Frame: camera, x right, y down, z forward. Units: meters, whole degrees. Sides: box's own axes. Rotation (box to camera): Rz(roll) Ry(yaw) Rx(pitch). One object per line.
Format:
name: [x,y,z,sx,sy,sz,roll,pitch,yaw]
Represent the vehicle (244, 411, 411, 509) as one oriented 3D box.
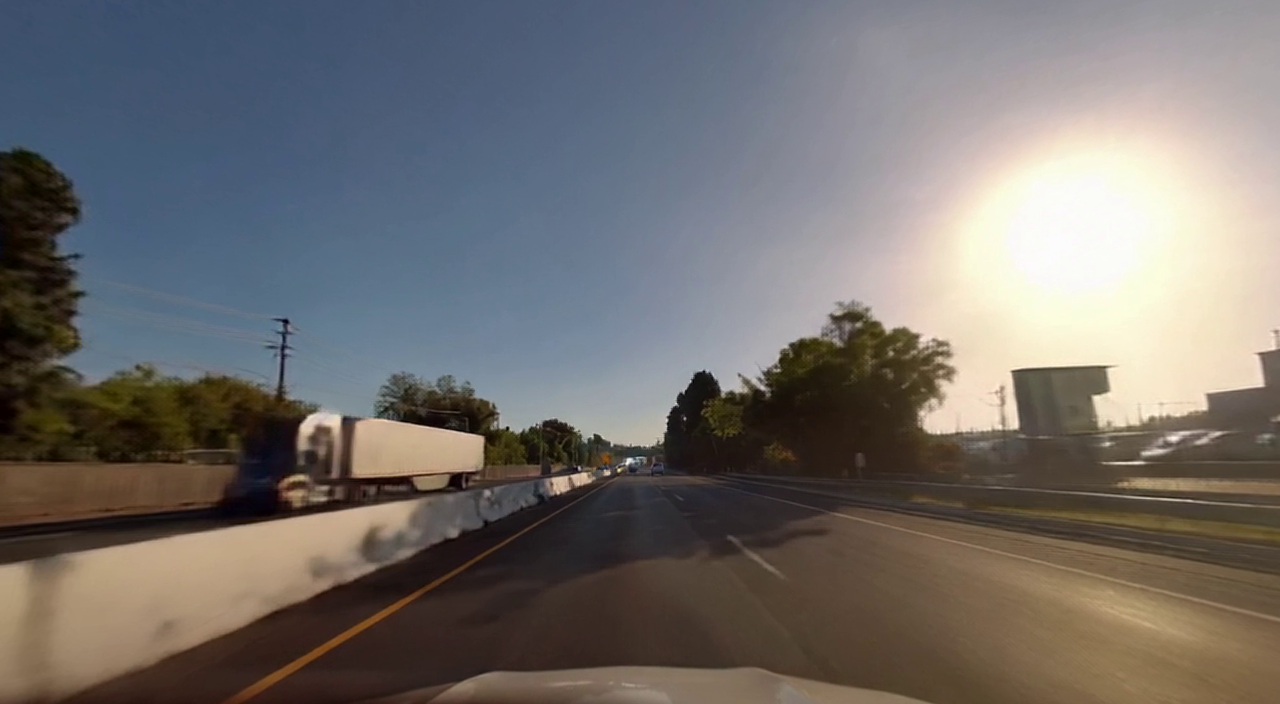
vehicle: [-13.499,4.914,28.451,2.924,3.672,8.913,1,-10,-1]
